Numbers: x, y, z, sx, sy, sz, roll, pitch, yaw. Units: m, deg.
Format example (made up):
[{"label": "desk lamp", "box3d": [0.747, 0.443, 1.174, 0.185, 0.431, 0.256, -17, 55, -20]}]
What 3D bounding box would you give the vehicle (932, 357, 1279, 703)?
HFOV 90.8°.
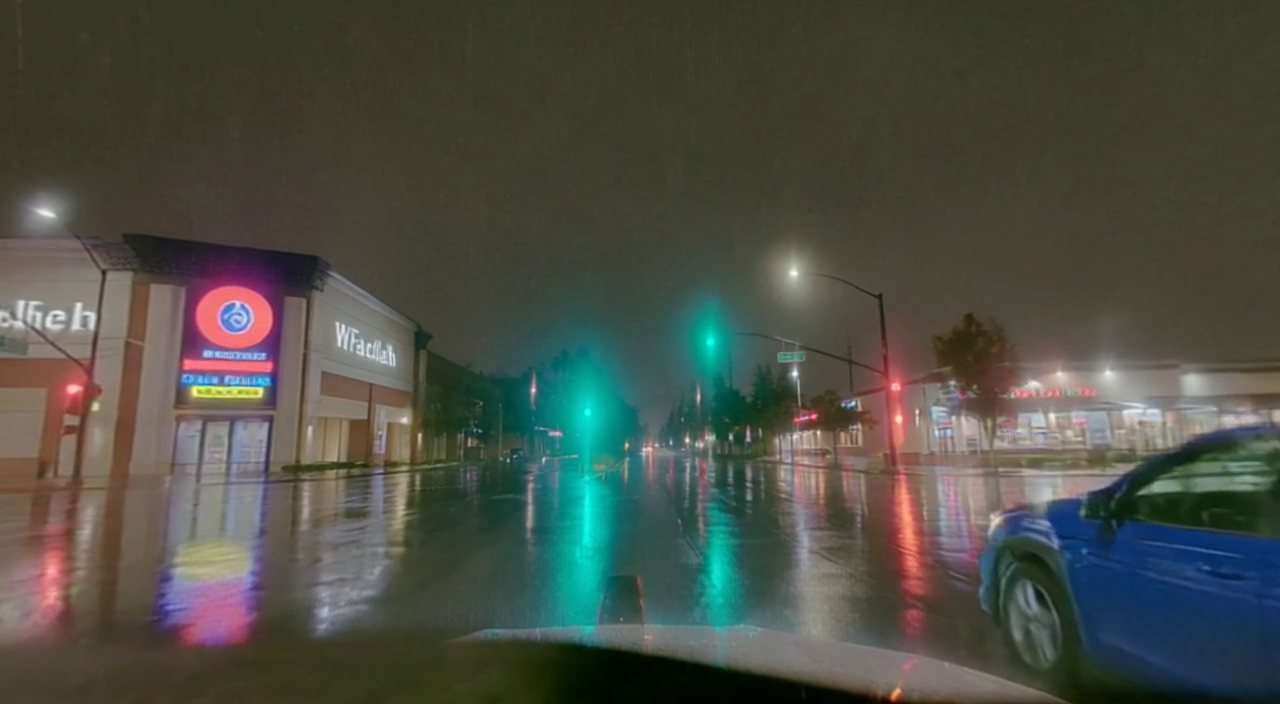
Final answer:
[{"label": "vehicle", "box3d": [3.078, 0.819, 1.867, 2.015, 1.641, 4.995, 0, -9, 0]}]
